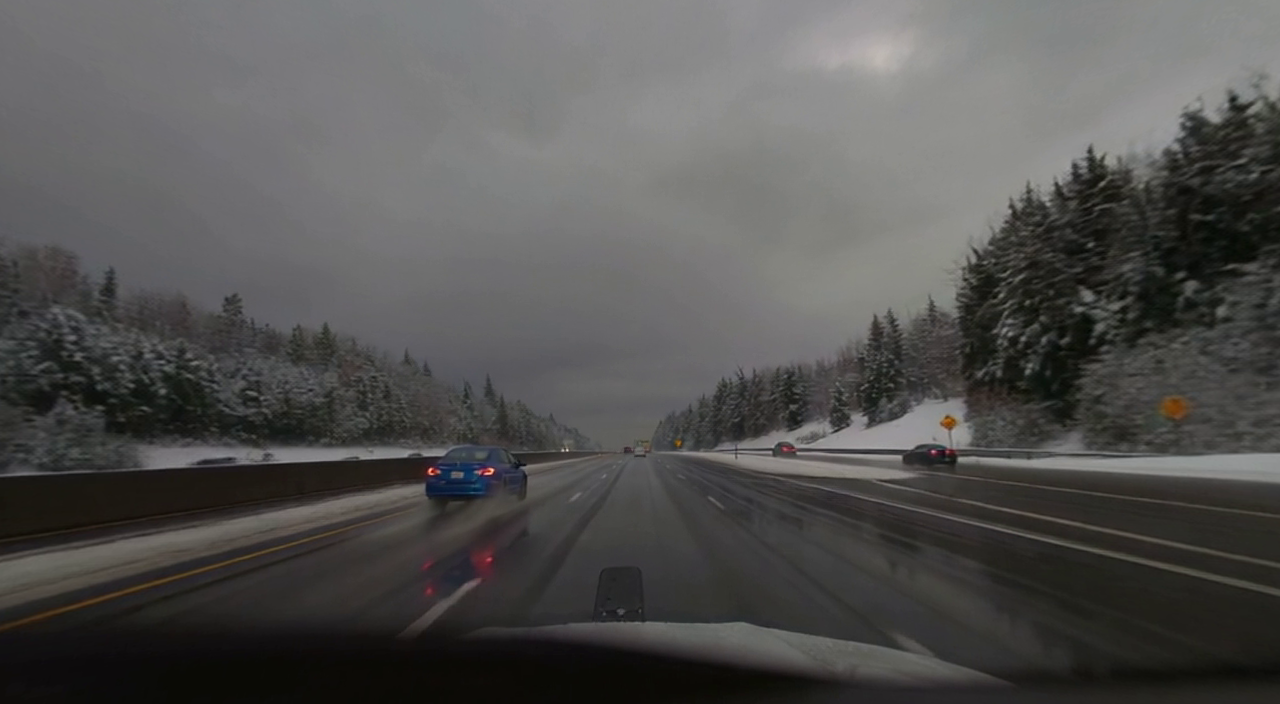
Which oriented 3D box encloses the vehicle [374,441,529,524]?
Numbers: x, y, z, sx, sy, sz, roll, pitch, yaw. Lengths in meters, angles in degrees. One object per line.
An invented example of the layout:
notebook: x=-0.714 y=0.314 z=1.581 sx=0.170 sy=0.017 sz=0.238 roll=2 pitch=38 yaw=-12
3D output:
vehicle: x=-3.770 y=2.675 z=13.554 sx=1.873 sy=1.438 sz=4.546 roll=-1 pitch=-9 yaw=1

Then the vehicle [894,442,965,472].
vehicle: x=15.154 y=5.500 z=33.250 sx=1.805 sy=1.427 sz=4.447 roll=-1 pitch=-9 yaw=3

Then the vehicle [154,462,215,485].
vehicle: x=-30.767 y=8.212 z=42.739 sx=1.655 sy=1.409 sz=3.416 roll=0 pitch=-9 yaw=-2

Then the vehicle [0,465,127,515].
vehicle: x=-19.888 y=4.592 z=21.315 sx=1.701 sy=1.412 sz=3.968 roll=0 pitch=-9 yaw=0
